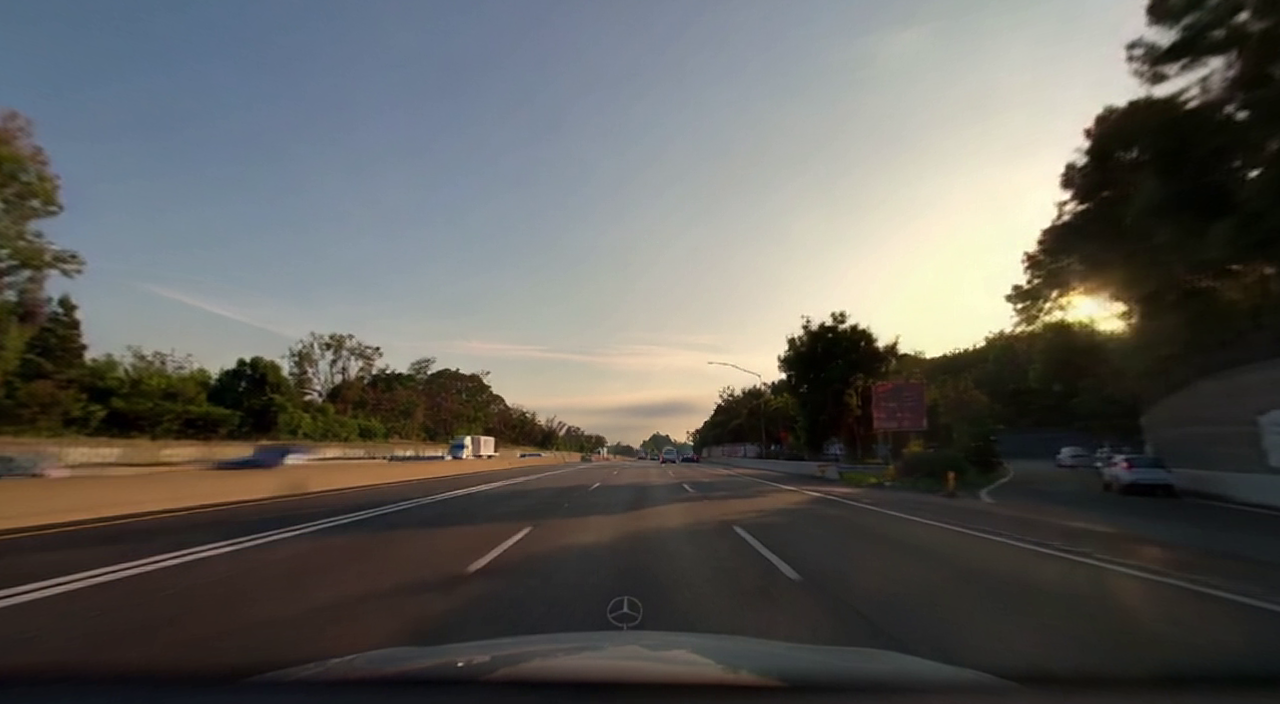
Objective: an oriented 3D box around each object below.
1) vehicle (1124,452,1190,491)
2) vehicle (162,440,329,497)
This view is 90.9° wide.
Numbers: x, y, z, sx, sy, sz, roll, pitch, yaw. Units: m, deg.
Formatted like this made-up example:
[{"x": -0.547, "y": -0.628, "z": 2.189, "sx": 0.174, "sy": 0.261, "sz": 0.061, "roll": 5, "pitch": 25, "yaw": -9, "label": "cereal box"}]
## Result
[{"x": 22.781, "y": 5.208, "z": 27.758, "sx": 2.008, "sy": 1.534, "sz": 3.912, "roll": -7, "pitch": -11, "yaw": 39, "label": "vehicle"}, {"x": -12.453, "y": 3.704, "z": 20.443, "sx": 2.015, "sy": 1.589, "sz": 5.138, "roll": 0, "pitch": -9, "yaw": 1, "label": "vehicle"}]
